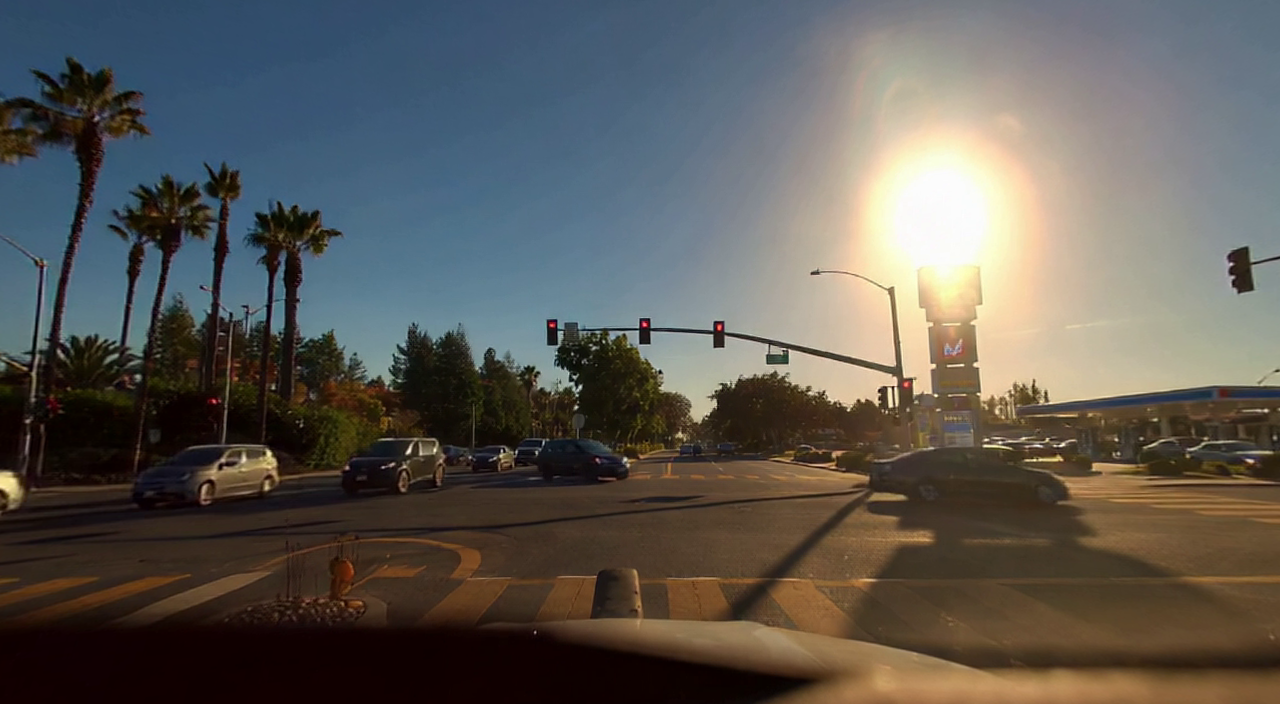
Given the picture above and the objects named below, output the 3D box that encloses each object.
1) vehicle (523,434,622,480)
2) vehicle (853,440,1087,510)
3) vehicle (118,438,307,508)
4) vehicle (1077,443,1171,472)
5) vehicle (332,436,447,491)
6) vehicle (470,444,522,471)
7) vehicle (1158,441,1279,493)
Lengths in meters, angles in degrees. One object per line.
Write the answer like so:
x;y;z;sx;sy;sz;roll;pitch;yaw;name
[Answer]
-2.912;4.351;26.321;1.929;1.719;4.892;6;-11;-35;vehicle
7.537;2.848;15.047;4.579;1.464;1.983;-3;-9;17;vehicle
-11.838;3.361;18.039;1.973;1.712;4.872;0;-9;0;vehicle
24.265;5.300;31.737;3.474;1.376;1.538;0;-9;-2;vehicle
-8.463;3.802;21.873;2.124;1.701;4.551;0;-9;0;vehicle
-8.763;6.444;38.776;2.034;1.510;4.647;0;-9;1;vehicle
18.735;3.406;18.823;5.015;1.446;1.862;0;-9;-3;vehicle
